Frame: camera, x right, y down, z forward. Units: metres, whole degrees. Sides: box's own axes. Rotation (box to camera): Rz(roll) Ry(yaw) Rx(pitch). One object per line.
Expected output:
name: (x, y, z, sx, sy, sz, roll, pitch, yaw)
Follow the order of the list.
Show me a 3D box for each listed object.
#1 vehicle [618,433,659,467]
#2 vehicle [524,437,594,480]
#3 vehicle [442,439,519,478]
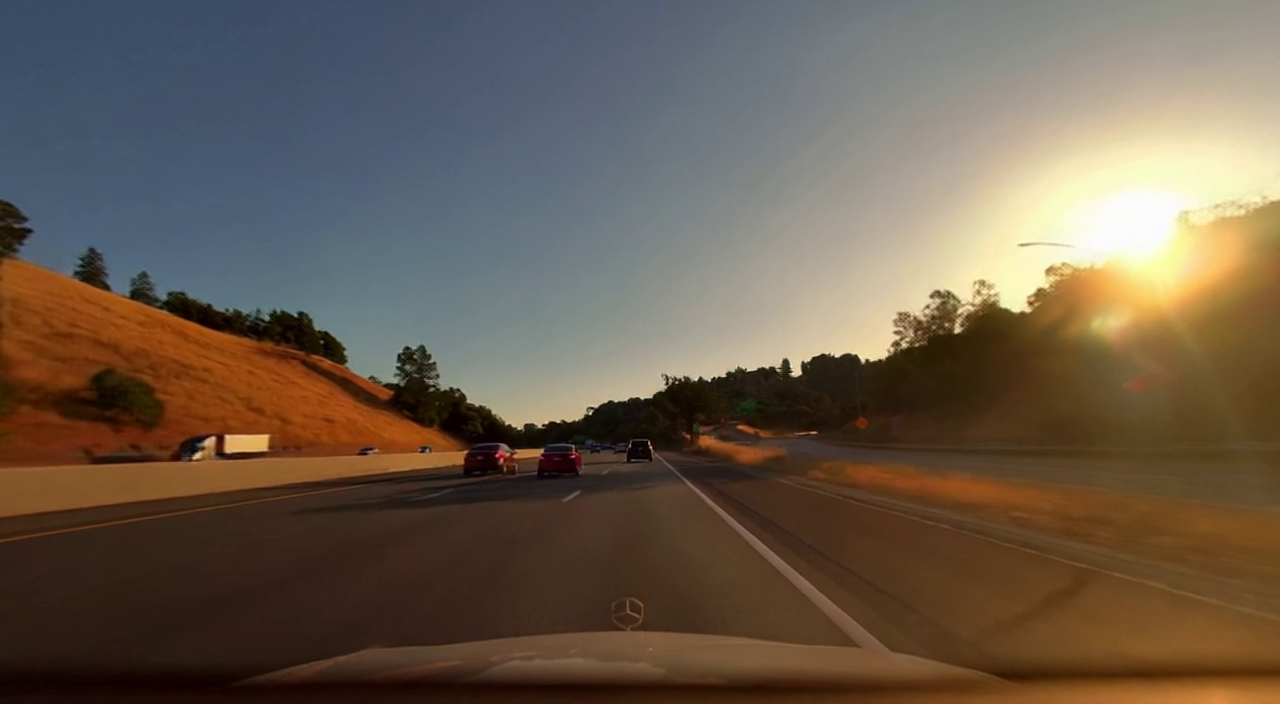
vehicle: (-0.073, 5.876, 37.988, 2.309, 1.915, 5.130, 0, -8, 0)
vehicle: (-3.254, 4.399, 26.447, 2.139, 1.589, 5.102, 0, -8, 1)
vehicle: (-6.783, 4.562, 27.346, 2.009, 1.519, 4.697, 0, -8, 1)
